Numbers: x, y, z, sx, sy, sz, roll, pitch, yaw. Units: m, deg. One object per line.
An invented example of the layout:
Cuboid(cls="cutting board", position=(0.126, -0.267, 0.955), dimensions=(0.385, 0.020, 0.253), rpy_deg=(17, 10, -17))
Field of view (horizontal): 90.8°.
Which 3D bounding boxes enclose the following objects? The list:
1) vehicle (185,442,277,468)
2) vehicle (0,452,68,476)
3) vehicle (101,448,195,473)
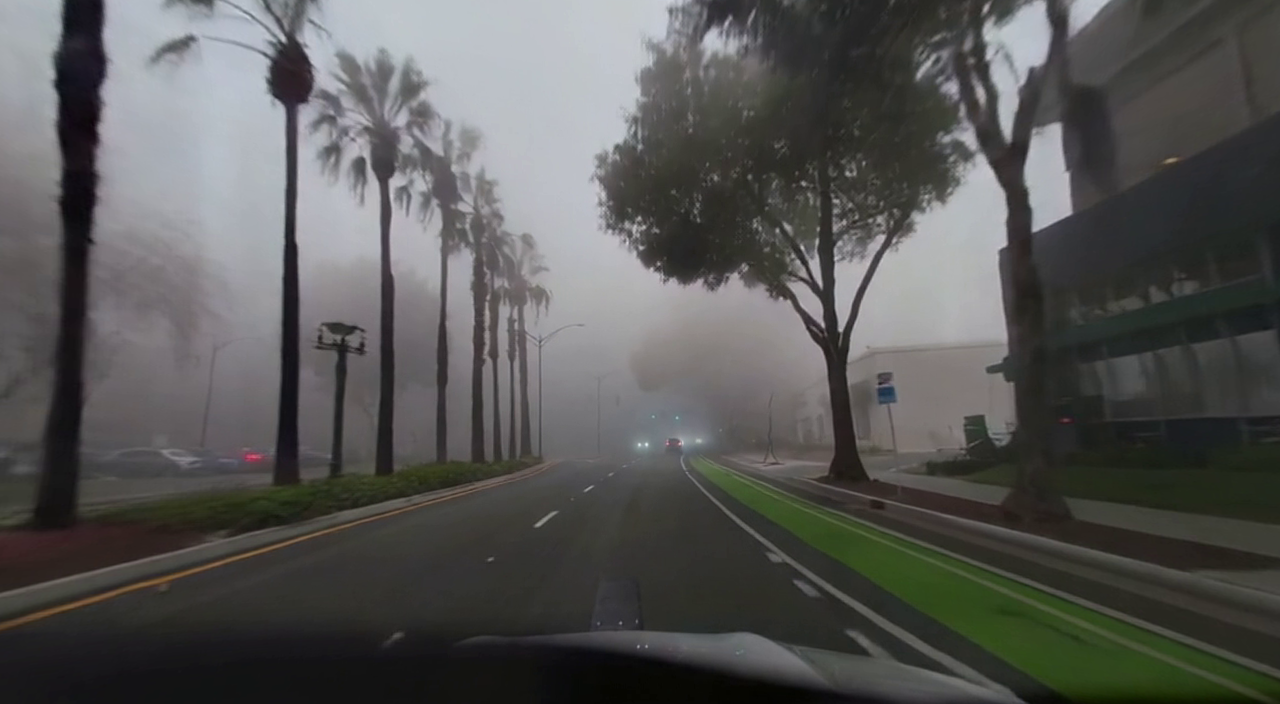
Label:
Cuboid(cls="vehicle", position=(-29.964, 7.556, 46.354), dimensions=(5.174, 1.778, 2.292), rpy_deg=(-1, -8, 3))
Cuboid(cls="vehicle", position=(-45.086, 8.265, 46.772), dimensions=(1.632, 1.453, 3.707), rpy_deg=(-6, -8, 12))
Cuboid(cls="vehicle", position=(-29.961, 6.578, 38.487), dimensions=(4.479, 1.465, 1.772), rpy_deg=(-1, -8, 8))
